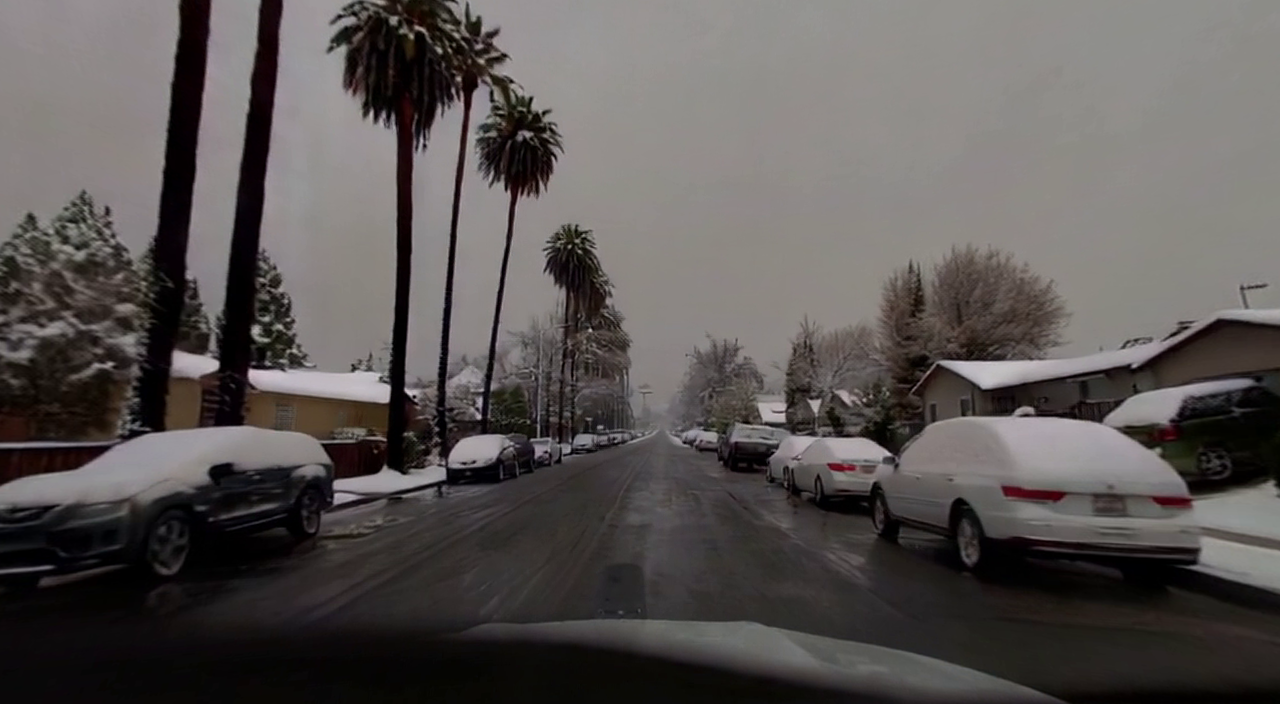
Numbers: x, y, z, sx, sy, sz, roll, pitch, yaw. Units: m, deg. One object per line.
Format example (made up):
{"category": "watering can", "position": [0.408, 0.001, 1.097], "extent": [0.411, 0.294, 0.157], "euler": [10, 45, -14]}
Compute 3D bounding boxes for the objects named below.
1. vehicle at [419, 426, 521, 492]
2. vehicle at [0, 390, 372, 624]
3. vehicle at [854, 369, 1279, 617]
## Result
{"category": "vehicle", "position": [-5.174, 3.328, 19.902], "extent": [1.947, 1.803, 4.381], "euler": [-1, -8, 0]}
{"category": "vehicle", "position": [-5.476, 1.603, 7.620], "extent": [2.020, 1.819, 5.168], "euler": [-1, -9, 2]}
{"category": "vehicle", "position": [4.242, 1.452, 7.405], "extent": [1.964, 1.889, 4.708], "euler": [2, -8, 2]}
